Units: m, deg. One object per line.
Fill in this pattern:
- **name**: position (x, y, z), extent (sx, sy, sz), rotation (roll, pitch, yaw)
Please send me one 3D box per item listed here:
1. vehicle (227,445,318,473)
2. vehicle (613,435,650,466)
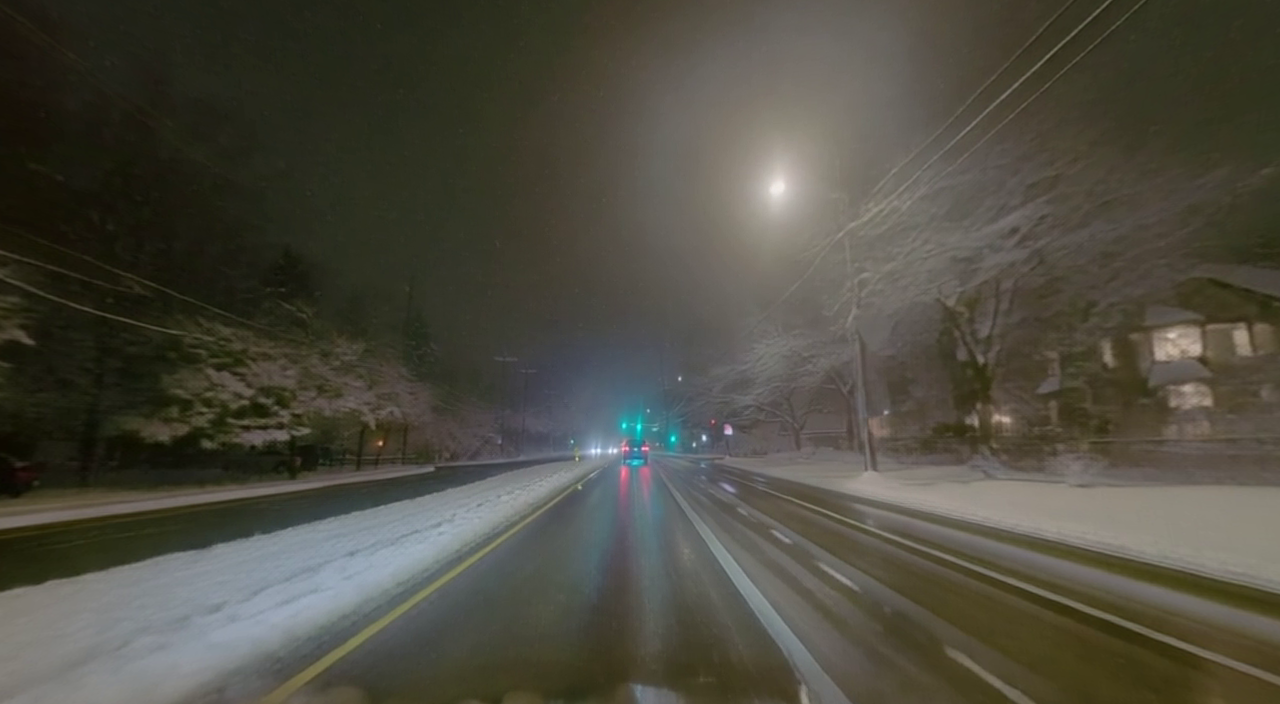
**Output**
- **vehicle**: position (-22.121, 6.420, 38.103), extent (4.241, 1.601, 1.970), rotation (0, -8, 1)
- **vehicle**: position (-0.529, 6.308, 40.583), extent (2.230, 1.827, 4.298), rotation (0, -8, -1)
